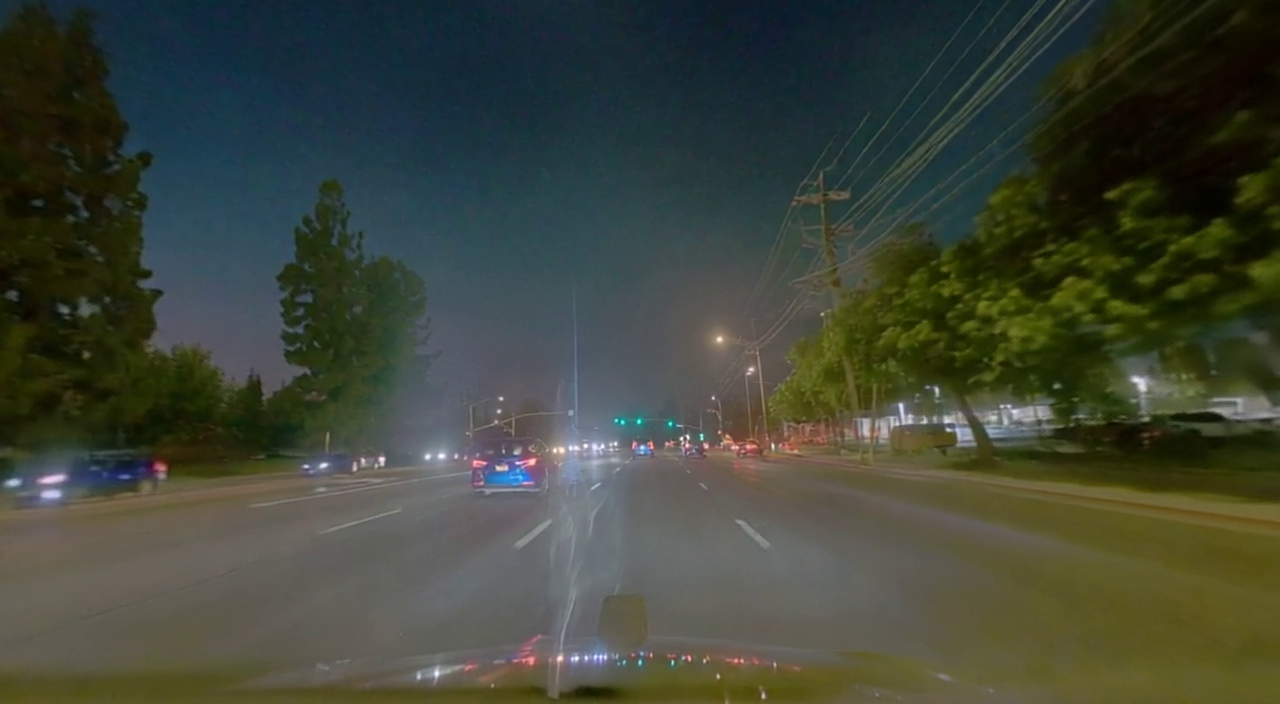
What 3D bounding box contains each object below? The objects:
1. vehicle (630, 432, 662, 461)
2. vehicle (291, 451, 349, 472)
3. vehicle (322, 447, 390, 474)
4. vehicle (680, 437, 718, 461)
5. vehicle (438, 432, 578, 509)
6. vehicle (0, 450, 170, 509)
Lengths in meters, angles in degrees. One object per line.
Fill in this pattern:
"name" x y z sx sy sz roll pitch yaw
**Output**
"vehicle" 0.368 6.364 42.712 2.060 1.845 4.151 0 -8 0
"vehicle" -23.679 8.106 46.890 1.868 1.473 4.776 0 -9 -1
"vehicle" -16.756 6.406 37.497 1.913 1.488 4.507 0 -8 0
"vehicle" 3.869 6.484 42.310 2.142 1.475 4.565 0 -8 0
"vehicle" -2.805 2.640 14.696 2.087 1.480 4.825 0 -8 2
"vehicle" -16.856 3.792 19.203 1.879 1.545 3.943 0 -8 2
